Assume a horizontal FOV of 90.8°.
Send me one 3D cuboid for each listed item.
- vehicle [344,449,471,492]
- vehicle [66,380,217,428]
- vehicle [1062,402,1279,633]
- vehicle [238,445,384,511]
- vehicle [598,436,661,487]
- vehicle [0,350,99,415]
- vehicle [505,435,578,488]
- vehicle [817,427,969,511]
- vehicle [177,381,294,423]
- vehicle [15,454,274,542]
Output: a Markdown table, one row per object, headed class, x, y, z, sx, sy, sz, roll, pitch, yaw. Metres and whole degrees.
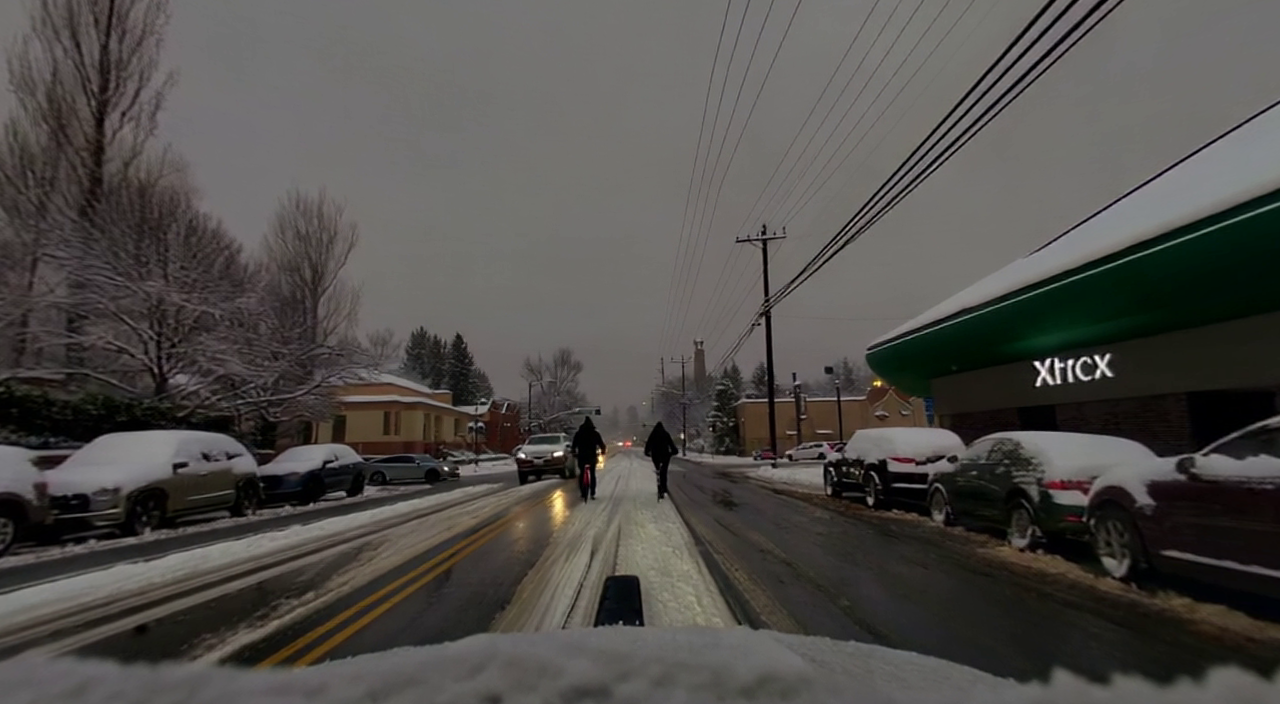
| class | x | y | z | sx | sy | sz | roll | pitch | yaw |
| --- | --- | --- | --- | --- | --- | --- | --- | --- | --- |
| vehicle | -10.646 | 5.448 | 29.253 | 4.961 | 1.832 | 2.287 | 0 | -9 | 0 |
| vehicle | -17.292 | 1.828 | 22.047 | 3.750 | 1.495 | 1.727 | -1 | -8 | -2 |
| vehicle | 5.539 | 1.185 | 4.554 | 1.972 | 1.623 | 4.469 | 0 | -9 | 2 |
| vehicle | -10.277 | 3.922 | 20.306 | 2.075 | 1.816 | 4.900 | 0 | -9 | -1 |
| vehicle | -0.404 | 4.125 | 24.076 | 2.190 | 1.783 | 4.048 | 0 | -9 | -1 |
| vehicle | -17.503 | 0.904 | 17.413 | 3.705 | 1.493 | 1.701 | -4 | -6 | 1 |
| vehicle | -3.903 | 4.416 | 25.879 | 2.184 | 1.954 | 4.898 | 0 | -9 | 0 |
| vehicle | 5.785 | 2.720 | 15.069 | 1.873 | 1.714 | 3.979 | 0 | -9 | -1 |
| vehicle | -17.140 | 2.155 | 26.916 | 3.685 | 1.584 | 1.708 | 1 | -9 | -3 |
| vehicle | -10.312 | 3.021 | 13.761 | 1.904 | 1.495 | 4.585 | 0 | -9 | 0 |
